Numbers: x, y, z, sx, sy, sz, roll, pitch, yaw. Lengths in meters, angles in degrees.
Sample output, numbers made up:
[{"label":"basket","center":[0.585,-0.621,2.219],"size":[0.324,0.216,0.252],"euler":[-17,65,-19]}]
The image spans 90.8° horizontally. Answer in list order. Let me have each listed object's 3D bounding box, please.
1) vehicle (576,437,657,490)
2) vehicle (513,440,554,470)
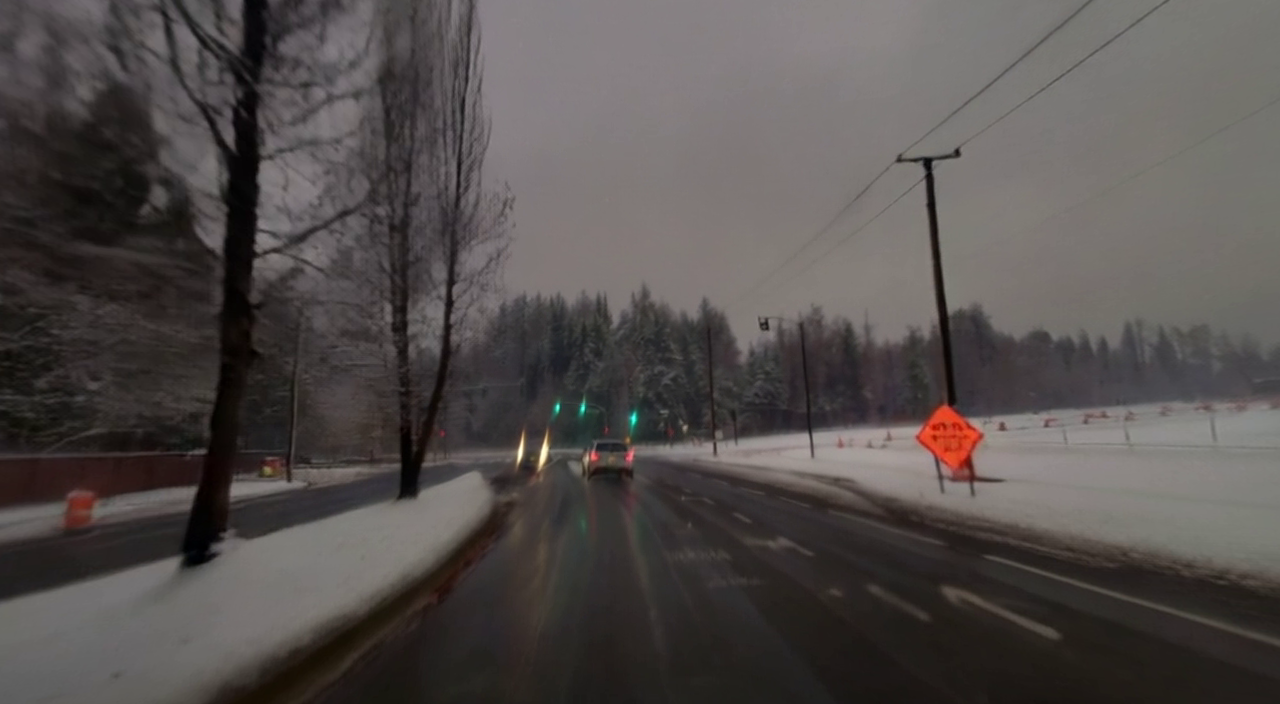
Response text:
[{"label":"vehicle","center":[-0.898,3.623,20.928],"size":[2.266,1.508,4.430],"euler":[1,-8,-7]},{"label":"vehicle","center":[-6.206,6.020,37.185],"size":[2.077,1.665,4.206],"euler":[1,-8,-6]}]
